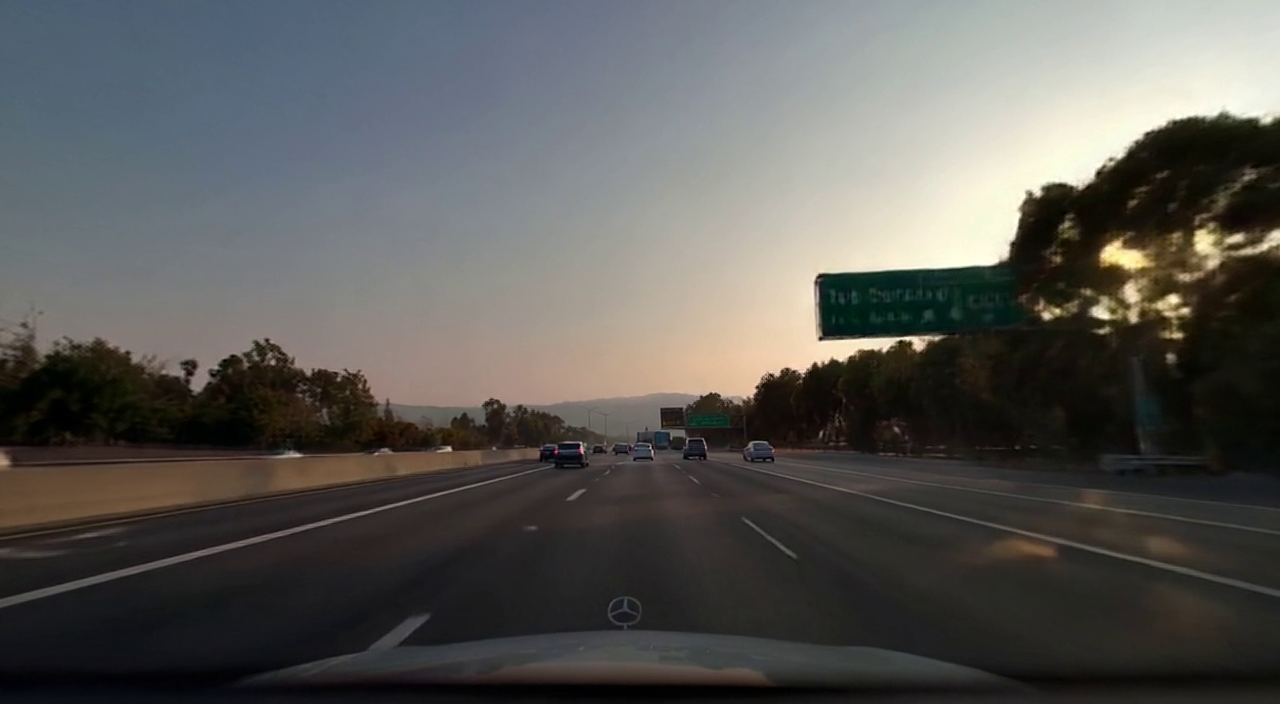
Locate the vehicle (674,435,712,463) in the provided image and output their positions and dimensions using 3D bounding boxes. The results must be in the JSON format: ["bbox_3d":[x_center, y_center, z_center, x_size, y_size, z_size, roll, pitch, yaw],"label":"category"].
[{"bbox_3d":[3.936,7.333,47.665,2.348,1.991,5.460,0,-8,0],"label":"vehicle"}]

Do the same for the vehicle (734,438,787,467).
[{"bbox_3d":[7.261,6.120,38.488,2.196,1.659,4.451,0,-8,-2],"label":"vehicle"}]

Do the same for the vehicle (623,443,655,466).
[{"bbox_3d":[-0.027,6.923,42.867,2.050,1.452,3.917,0,-8,1],"label":"vehicle"}]

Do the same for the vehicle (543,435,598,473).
[{"bbox_3d":[-3.434,5.135,32.047,2.118,1.750,4.875,0,-8,2],"label":"vehicle"}]
